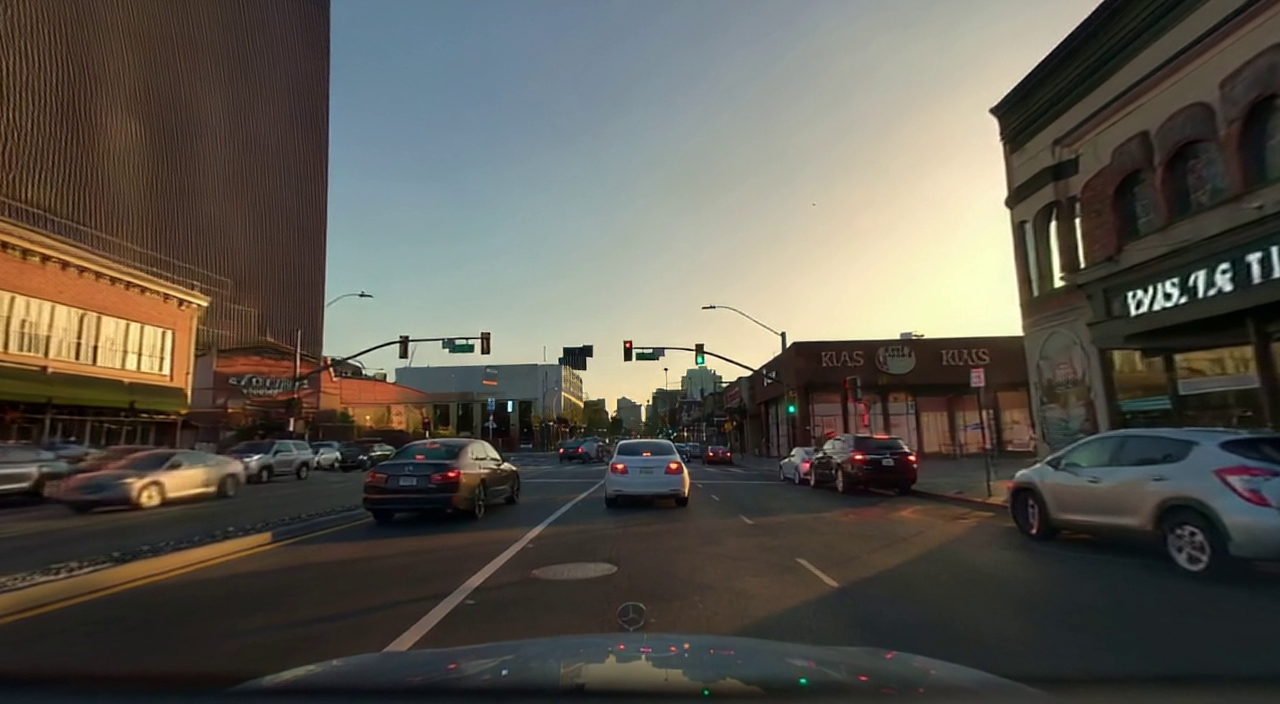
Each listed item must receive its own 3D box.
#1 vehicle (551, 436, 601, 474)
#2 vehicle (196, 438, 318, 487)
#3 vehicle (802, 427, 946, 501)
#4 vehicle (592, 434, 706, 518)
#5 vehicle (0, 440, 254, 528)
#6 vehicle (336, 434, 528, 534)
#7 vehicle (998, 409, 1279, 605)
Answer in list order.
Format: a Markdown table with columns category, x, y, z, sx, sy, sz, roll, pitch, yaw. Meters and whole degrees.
| category | x | y | z | sx | sy | sz | roll | pitch | yaw |
| --- | --- | --- | --- | --- | --- | --- | --- | --- | --- |
| vehicle | -3.105 | 5.120 | 31.559 | 2.007 | 1.736 | 4.185 | 0 | -9 | 1 |
| vehicle | -17.068 | 4.915 | 28.562 | 2.239 | 1.963 | 5.779 | 0 | -9 | -4 |
| vehicle | 6.607 | 3.239 | 18.664 | 2.289 | 1.867 | 5.322 | 0 | -9 | 1 |
| vehicle | 0.139 | 2.529 | 13.391 | 2.037 | 1.484 | 4.073 | 0 | -9 | -1 |
| vehicle | -10.398 | 2.585 | 12.967 | 2.009 | 1.466 | 4.454 | 0 | -9 | 1 |
| vehicle | -3.429 | 2.256 | 11.413 | 1.950 | 1.450 | 4.257 | 0 | -9 | 1 |
| vehicle | 6.626 | 1.657 | 7.478 | 1.986 | 1.722 | 4.516 | 0 | -9 | -2 |
